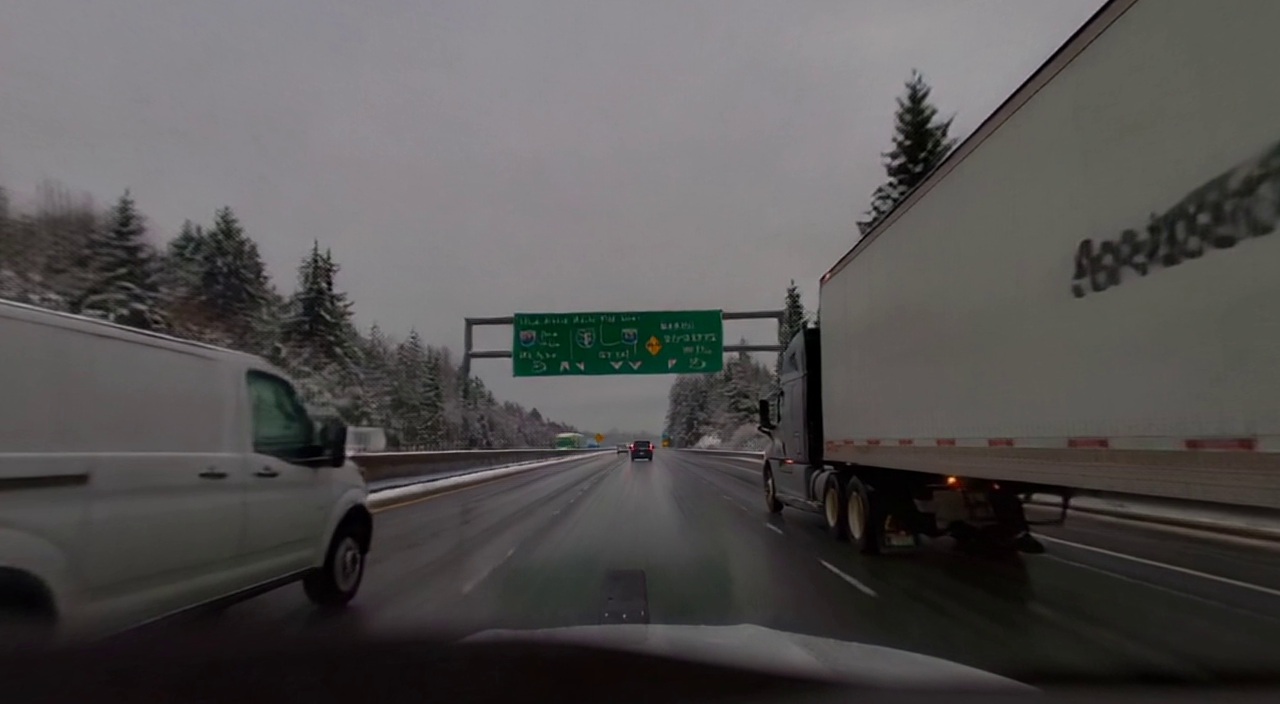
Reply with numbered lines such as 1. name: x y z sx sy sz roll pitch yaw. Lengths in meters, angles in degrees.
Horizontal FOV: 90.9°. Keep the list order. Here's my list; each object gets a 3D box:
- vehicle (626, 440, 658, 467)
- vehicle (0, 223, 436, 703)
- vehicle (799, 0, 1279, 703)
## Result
1. vehicle: 0.132 6.909 42.954 2.067 1.690 3.901 0 -9 0
2. vehicle: -3.295 0.757 3.165 2.572 1.927 5.803 0 -9 0
3. vehicle: 4.337 -0.129 4.023 3.011 4.028 13.890 0 -9 0
